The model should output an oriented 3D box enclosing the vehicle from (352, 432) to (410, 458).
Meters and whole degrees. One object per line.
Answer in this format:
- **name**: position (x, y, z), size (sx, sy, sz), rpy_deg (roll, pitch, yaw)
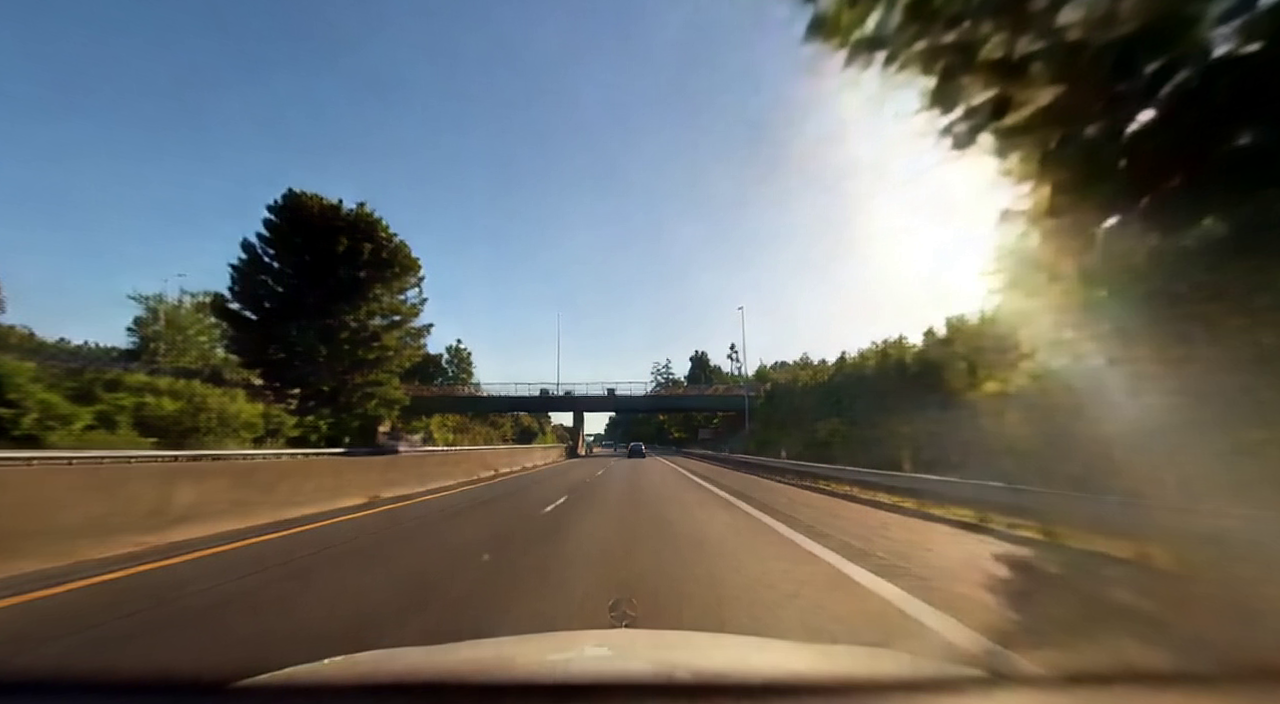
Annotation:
- **vehicle**: position (-16.601, 5.991, 40.593), size (1.903, 1.571, 4.248), rpy_deg (0, -9, 0)
